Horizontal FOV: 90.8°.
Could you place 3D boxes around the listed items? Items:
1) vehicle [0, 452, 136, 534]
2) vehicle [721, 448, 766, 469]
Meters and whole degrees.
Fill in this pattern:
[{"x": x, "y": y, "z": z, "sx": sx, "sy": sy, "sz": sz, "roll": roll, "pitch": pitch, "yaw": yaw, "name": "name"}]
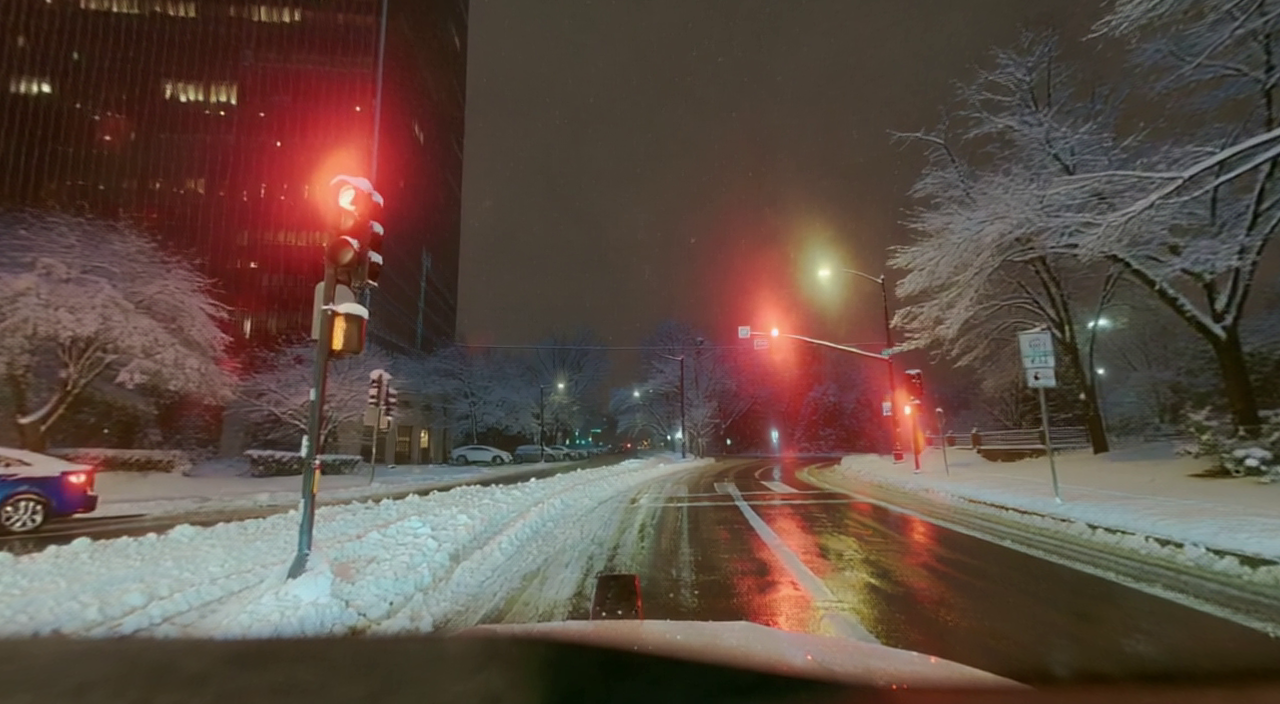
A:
[{"x": -12.858, "y": 2.715, "z": 12.271, "sx": 4.598, "sy": 1.490, "sz": 1.816, "roll": 7, "pitch": -11, "yaw": -40, "name": "vehicle"}, {"x": 7.860, "y": 8.126, "z": 48.415, "sx": 1.829, "sy": 1.440, "sz": 4.384, "roll": 2, "pitch": -9, "yaw": -14, "name": "vehicle"}]
